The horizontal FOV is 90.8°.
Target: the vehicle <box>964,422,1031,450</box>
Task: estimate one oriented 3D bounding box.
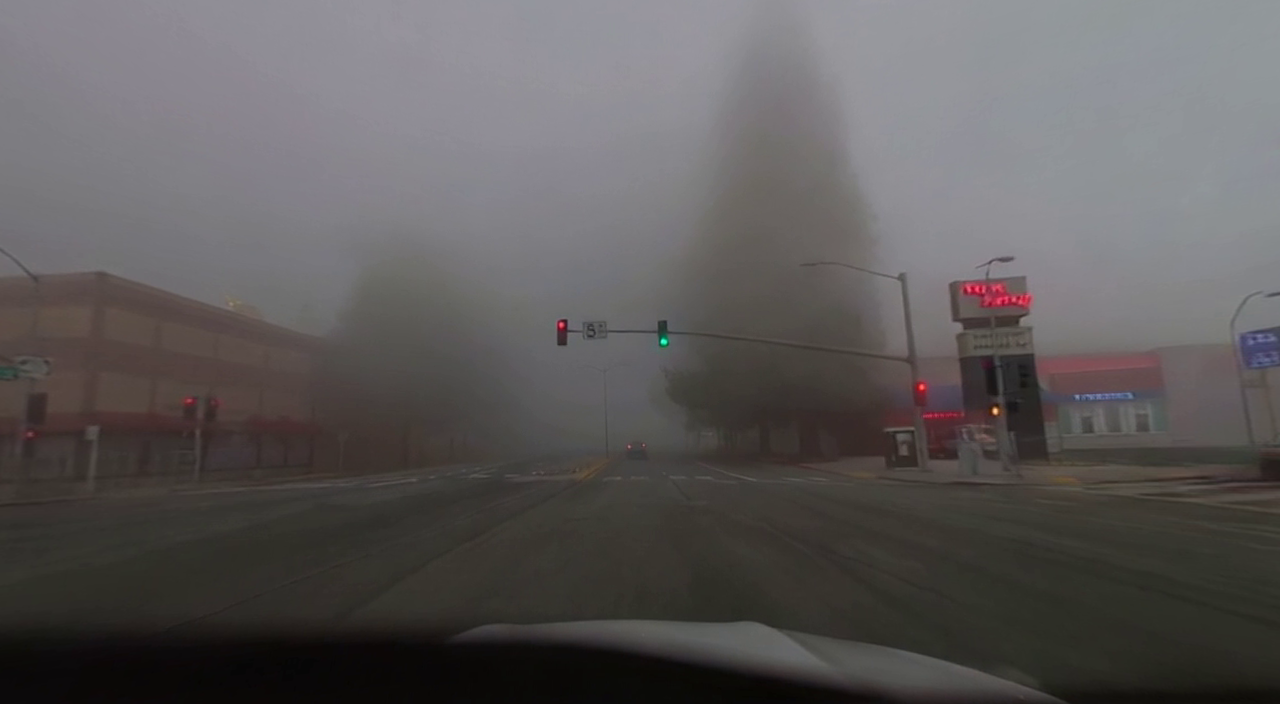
[{"bbox_3d":[24.237,5.788,43.021,1.948,1.776,4.266,0,-9,-1],"label":"vehicle"}]
